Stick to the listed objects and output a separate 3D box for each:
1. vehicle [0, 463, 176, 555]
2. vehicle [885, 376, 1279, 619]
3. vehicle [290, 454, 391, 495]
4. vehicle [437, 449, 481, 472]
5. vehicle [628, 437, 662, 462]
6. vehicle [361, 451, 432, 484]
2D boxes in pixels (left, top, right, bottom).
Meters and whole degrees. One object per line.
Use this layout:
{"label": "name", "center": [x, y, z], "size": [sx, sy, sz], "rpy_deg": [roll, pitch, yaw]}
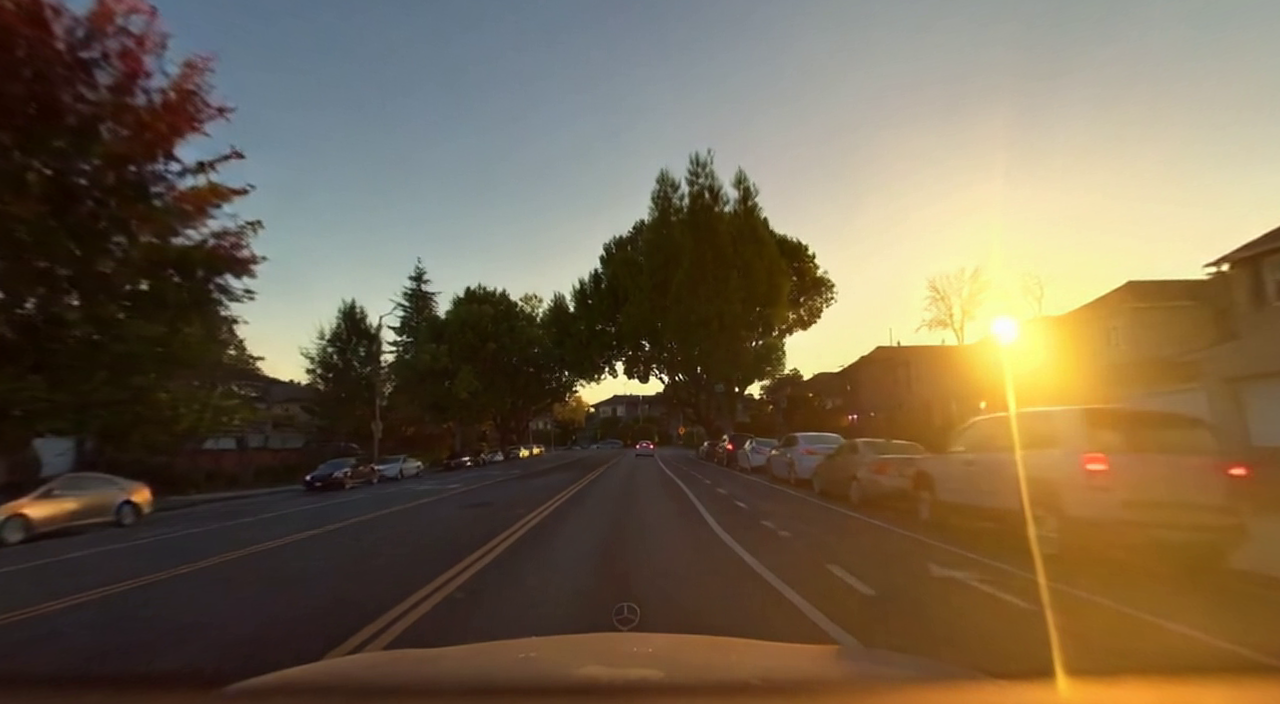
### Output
{"label": "vehicle", "center": [-12.608, 3.200, 13.332], "size": [1.880, 1.523, 4.833], "rpy_deg": [0, -8, 1]}
{"label": "vehicle", "center": [4.920, 1.442, 7.337], "size": [2.022, 1.799, 5.105], "rpy_deg": [0, -8, -1]}
{"label": "vehicle", "center": [-12.709, 5.178, 27.175], "size": [1.969, 1.490, 4.675], "rpy_deg": [0, -8, 1]}
{"label": "vehicle", "center": [-12.594, 7.583, 44.289], "size": [1.877, 1.505, 4.125], "rpy_deg": [0, -8, 0]}
{"label": "vehicle", "center": [0.275, 6.121, 39.809], "size": [2.022, 1.471, 3.973], "rpy_deg": [0, -8, -1]}
{"label": "vehicle", "center": [-12.419, 5.892, 32.563], "size": [1.853, 1.497, 4.527], "rpy_deg": [0, -8, 0]}
